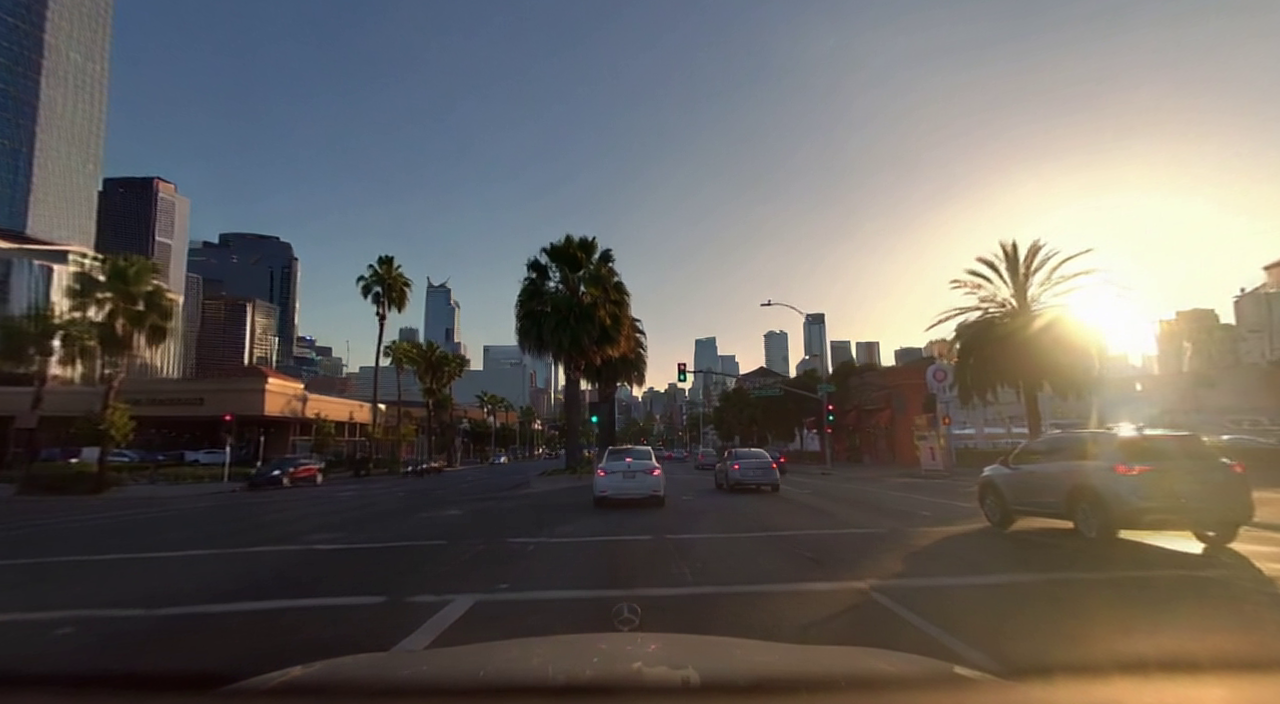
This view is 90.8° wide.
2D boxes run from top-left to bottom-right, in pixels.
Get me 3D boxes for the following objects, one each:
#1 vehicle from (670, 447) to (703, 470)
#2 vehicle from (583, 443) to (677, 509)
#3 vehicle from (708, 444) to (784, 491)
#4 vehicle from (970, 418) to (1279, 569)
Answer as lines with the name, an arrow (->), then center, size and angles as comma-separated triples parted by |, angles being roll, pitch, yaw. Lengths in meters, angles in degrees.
vehicle -> 3.388, 7.784, 46.428 | 2.012, 1.570, 4.600 | 0, -8, -1
vehicle -> -0.269, 3.110, 16.337 | 2.110, 1.487, 3.873 | 0, -8, -1
vehicle -> 3.728, 4.109, 22.919 | 1.892, 1.532, 4.177 | 0, -8, -2
vehicle -> 6.923, 1.890, 9.199 | 1.940, 1.674, 4.085 | 0, -8, -1
